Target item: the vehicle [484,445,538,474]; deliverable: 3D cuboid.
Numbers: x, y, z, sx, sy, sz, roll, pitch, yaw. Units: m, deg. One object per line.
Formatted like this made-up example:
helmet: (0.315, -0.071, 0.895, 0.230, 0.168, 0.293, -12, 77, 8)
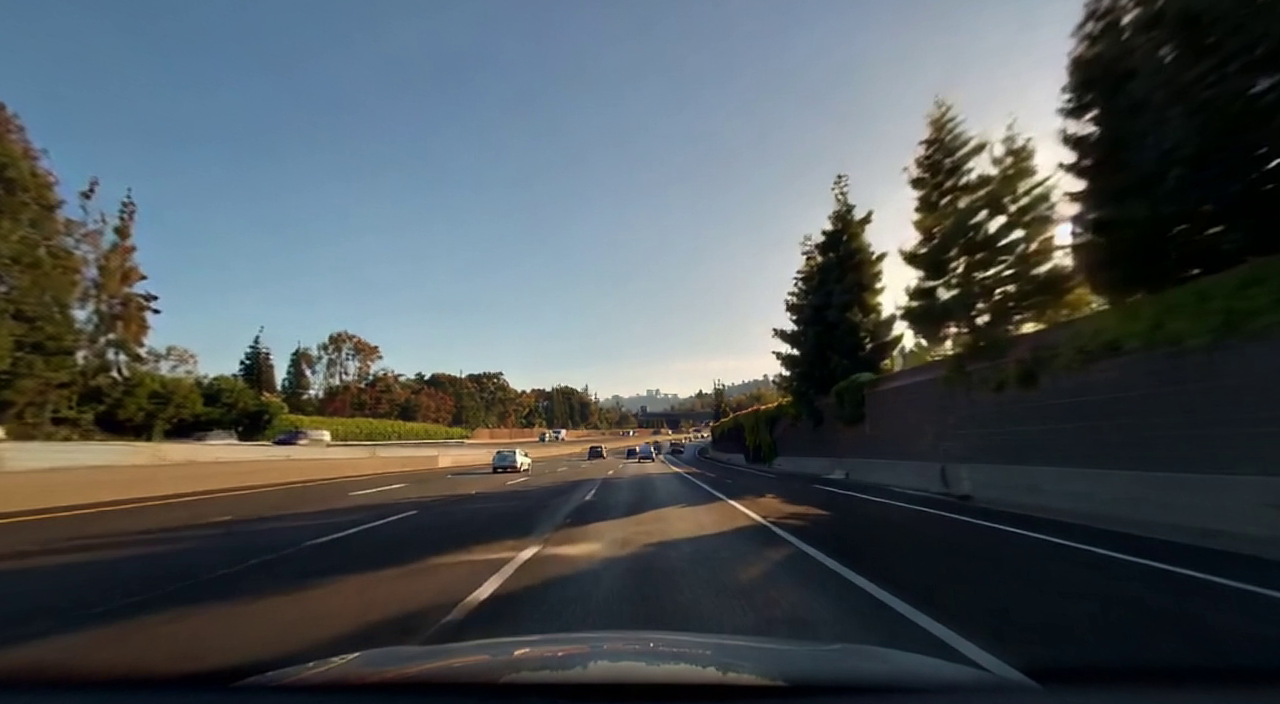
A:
vehicle: (-6.970, 5.841, 34.454, 1.966, 1.488, 4.243, -1, -9, 2)
